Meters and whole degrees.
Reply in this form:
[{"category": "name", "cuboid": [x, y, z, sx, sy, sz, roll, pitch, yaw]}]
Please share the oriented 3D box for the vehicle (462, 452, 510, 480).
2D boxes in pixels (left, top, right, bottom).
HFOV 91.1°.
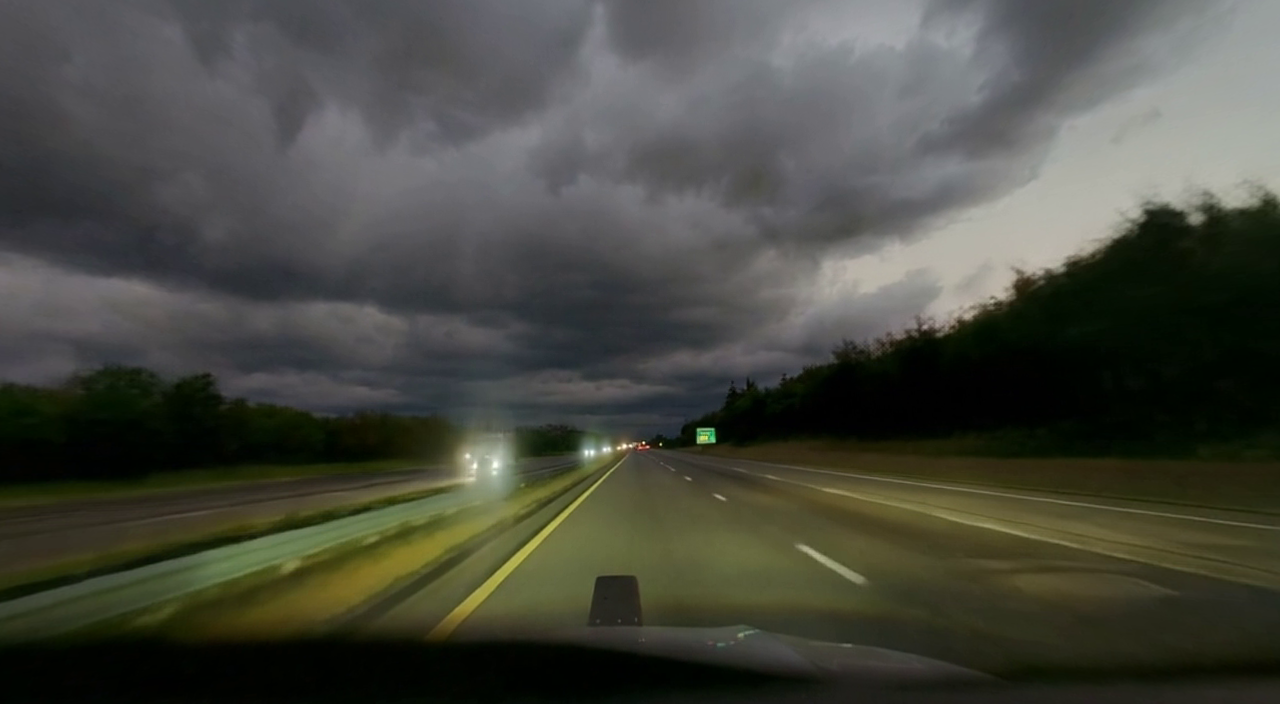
[{"category": "vehicle", "cuboid": [-8.894, 6.603, 36.628, 1.842, 1.452, 3.655, 0, -9, 0]}]
